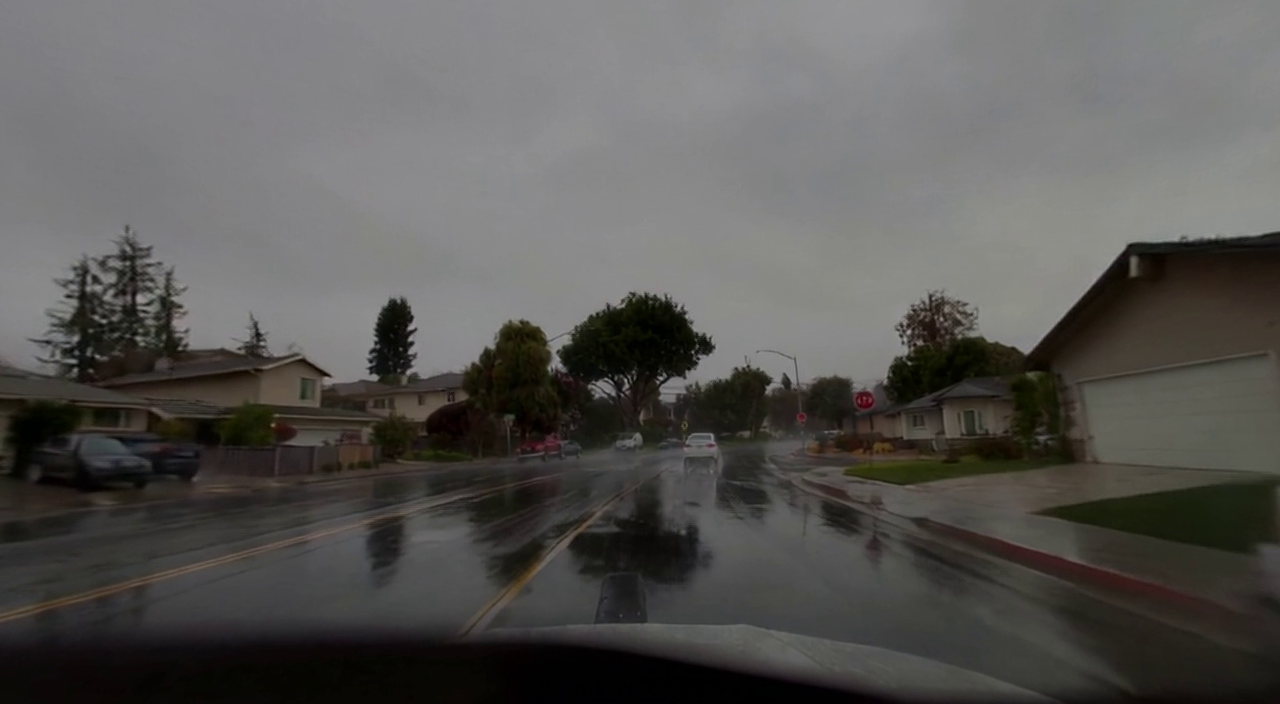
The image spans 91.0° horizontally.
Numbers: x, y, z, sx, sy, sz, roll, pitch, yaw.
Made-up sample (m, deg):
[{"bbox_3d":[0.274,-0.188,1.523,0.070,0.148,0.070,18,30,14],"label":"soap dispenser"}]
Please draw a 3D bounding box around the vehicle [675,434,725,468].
[{"bbox_3d":[2.862,4.576,29.297,1.955,1.459,4.383,-2,-9,10],"label":"vehicle"}]

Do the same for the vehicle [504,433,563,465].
[{"bbox_3d":[-7.821,7.166,46.998,2.191,1.980,5.888,-5,-8,12],"label":"vehicle"}]

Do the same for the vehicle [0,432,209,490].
[{"bbox_3d":[-17.652,3.563,20.771,5.177,1.779,2.199,0,-8,0],"label":"vehicle"}]

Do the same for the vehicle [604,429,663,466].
[{"bbox_3d":[-0.234,4.816,31.762,2.178,1.695,4.339,-2,-9,11],"label":"vehicle"}]

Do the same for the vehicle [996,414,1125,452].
[{"bbox_3d":[21.451,4.215,32.340,4.989,1.564,2.007,-5,-13,16],"label":"vehicle"}]
